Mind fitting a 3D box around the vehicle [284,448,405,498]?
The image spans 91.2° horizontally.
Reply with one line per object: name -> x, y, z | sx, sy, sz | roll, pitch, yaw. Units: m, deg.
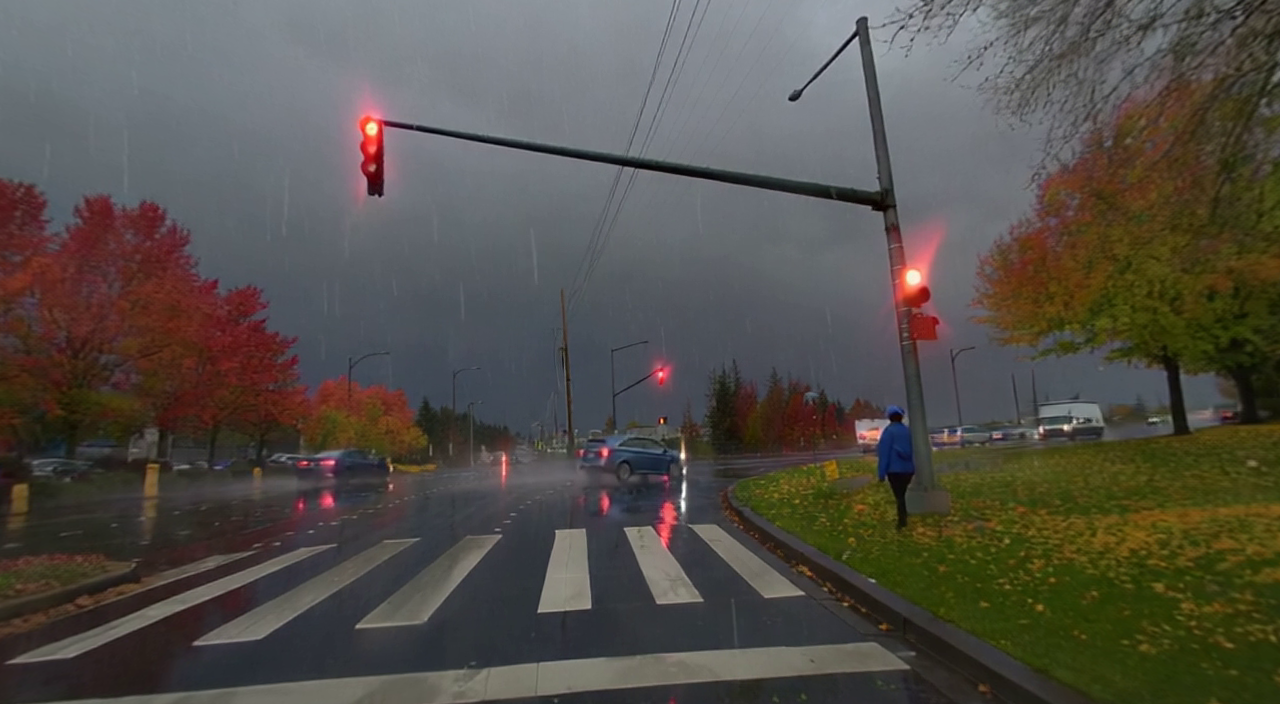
vehicle -> -10.796, 4.398, 23.218 | 1.832, 1.674, 3.805 | -4, -9, 19

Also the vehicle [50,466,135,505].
vehicle -> -25.421, 6.158, 29.259 | 1.694, 1.528, 4.225 | 3, -9, -23

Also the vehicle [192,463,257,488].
vehicle -> -28.550, 8.473, 43.178 | 1.768, 1.465, 3.972 | 0, -9, -1

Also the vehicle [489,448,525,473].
vehicle -> -8.851, 7.242, 42.046 | 1.776, 1.558, 3.779 | 0, -9, -4

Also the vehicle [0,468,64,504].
vehicle -> -30.330, 6.452, 30.331 | 1.800, 1.520, 3.968 | 2, -9, -13

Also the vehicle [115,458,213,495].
vehicle -> -27.840, 7.267, 36.910 | 2.064, 1.913, 5.081 | 0, -9, -4

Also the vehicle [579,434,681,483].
vehicle -> -0.333, 4.458, 26.484 | 1.988, 1.853, 4.314 | -7, -11, 39

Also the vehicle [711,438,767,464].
vehicle -> 6.997, 6.944, 43.961 | 1.867, 1.743, 4.259 | -8, -11, 40
